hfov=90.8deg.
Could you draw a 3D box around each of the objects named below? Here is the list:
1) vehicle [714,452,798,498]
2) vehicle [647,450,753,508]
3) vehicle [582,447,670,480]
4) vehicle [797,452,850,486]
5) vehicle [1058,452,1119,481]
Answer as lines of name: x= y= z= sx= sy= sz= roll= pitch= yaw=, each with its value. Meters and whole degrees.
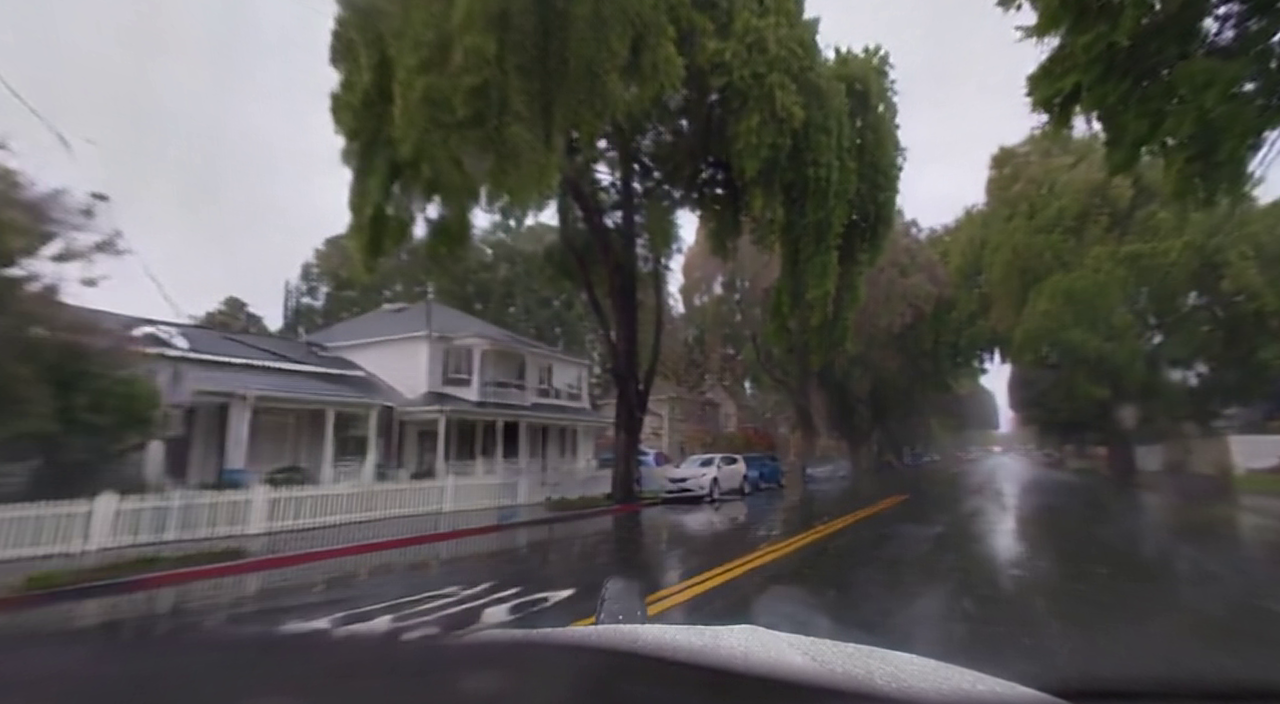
vehicle: x=4.964 y=5.097 z=26.622 sx=1.913 sy=1.723 sz=4.318 roll=-6 pitch=-10 yaw=32
vehicle: x=2.221 y=4.347 z=22.203 sx=1.975 sy=1.775 sz=4.509 roll=-5 pitch=-10 yaw=30
vehicle: x=-0.804 y=6.227 z=35.613 sx=4.492 sy=1.725 sz=2.033 roll=-4 pitch=-9 yaw=26
vehicle: x=10.654 y=6.723 z=36.551 sx=1.970 sy=1.785 sz=4.274 roll=-5 pitch=-10 yaw=29
vehicle: x=25.493 y=6.513 z=36.081 sx=2.052 sy=1.476 sz=4.438 roll=-7 pitch=-11 yaw=26
